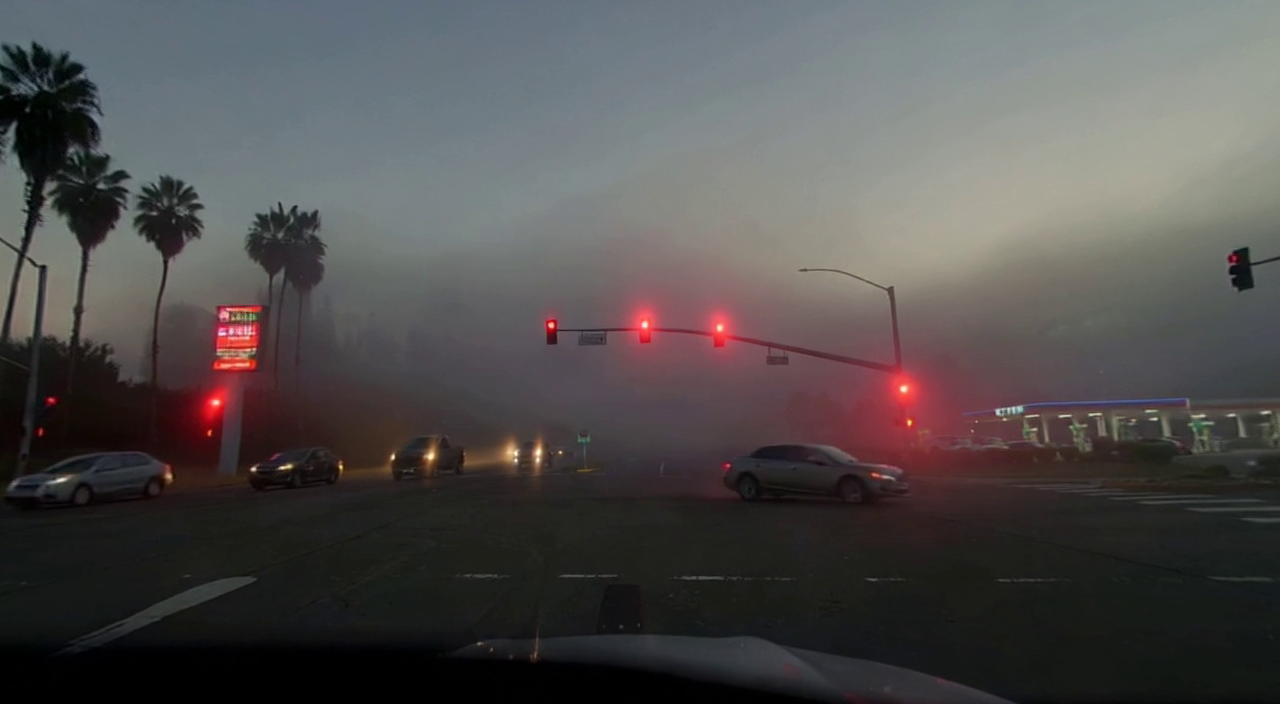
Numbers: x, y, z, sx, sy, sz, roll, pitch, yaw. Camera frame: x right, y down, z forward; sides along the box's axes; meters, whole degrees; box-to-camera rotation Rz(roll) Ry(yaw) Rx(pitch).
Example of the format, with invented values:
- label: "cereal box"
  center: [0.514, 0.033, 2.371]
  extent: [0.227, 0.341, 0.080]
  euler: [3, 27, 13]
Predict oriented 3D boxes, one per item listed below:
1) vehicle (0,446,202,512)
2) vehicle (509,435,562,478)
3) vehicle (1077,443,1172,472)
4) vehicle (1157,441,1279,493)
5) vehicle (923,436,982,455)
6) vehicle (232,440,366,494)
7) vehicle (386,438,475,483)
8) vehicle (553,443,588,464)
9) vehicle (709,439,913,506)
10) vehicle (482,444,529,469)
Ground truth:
- label: "vehicle"
  center: [-15.178, 3.492, 17.947]
  extent: [2.099, 1.590, 4.625]
  euler: [0, -9, 1]
- label: "vehicle"
  center: [-4.752, 4.634, 28.179]
  extent: [1.929, 1.719, 4.892]
  euler: [2, -9, -13]
- label: "vehicle"
  center: [24.269, 5.294, 31.730]
  extent: [3.474, 1.376, 1.538]
  euler: [0, -9, -2]
- label: "vehicle"
  center: [18.709, 3.401, 18.821]
  extent: [5.015, 1.446, 1.862]
  euler: [0, -9, -3]
- label: "vehicle"
  center: [22.552, 6.758, 45.652]
  extent: [3.356, 1.395, 1.559]
  euler: [0, -9, -1]
- label: "vehicle"
  center: [-11.865, 4.013, 22.460]
  extent: [1.973, 1.712, 4.872]
  euler: [0, -9, 0]
- label: "vehicle"
  center: [-8.483, 4.442, 26.113]
  extent: [2.124, 1.701, 4.551]
  euler: [0, -9, 0]
- label: "vehicle"
  center: [-5.277, 7.787, 48.475]
  extent: [2.079, 1.490, 5.064]
  euler: [0, -9, 1]
- label: "vehicle"
  center: [4.251, 2.959, 15.910]
  extent: [4.579, 1.464, 1.983]
  euler: [-5, -10, 29]
- label: "vehicle"
  center: [-8.792, 6.893, 41.789]
  extent: [2.034, 1.510, 4.647]
  euler: [0, -9, 0]
